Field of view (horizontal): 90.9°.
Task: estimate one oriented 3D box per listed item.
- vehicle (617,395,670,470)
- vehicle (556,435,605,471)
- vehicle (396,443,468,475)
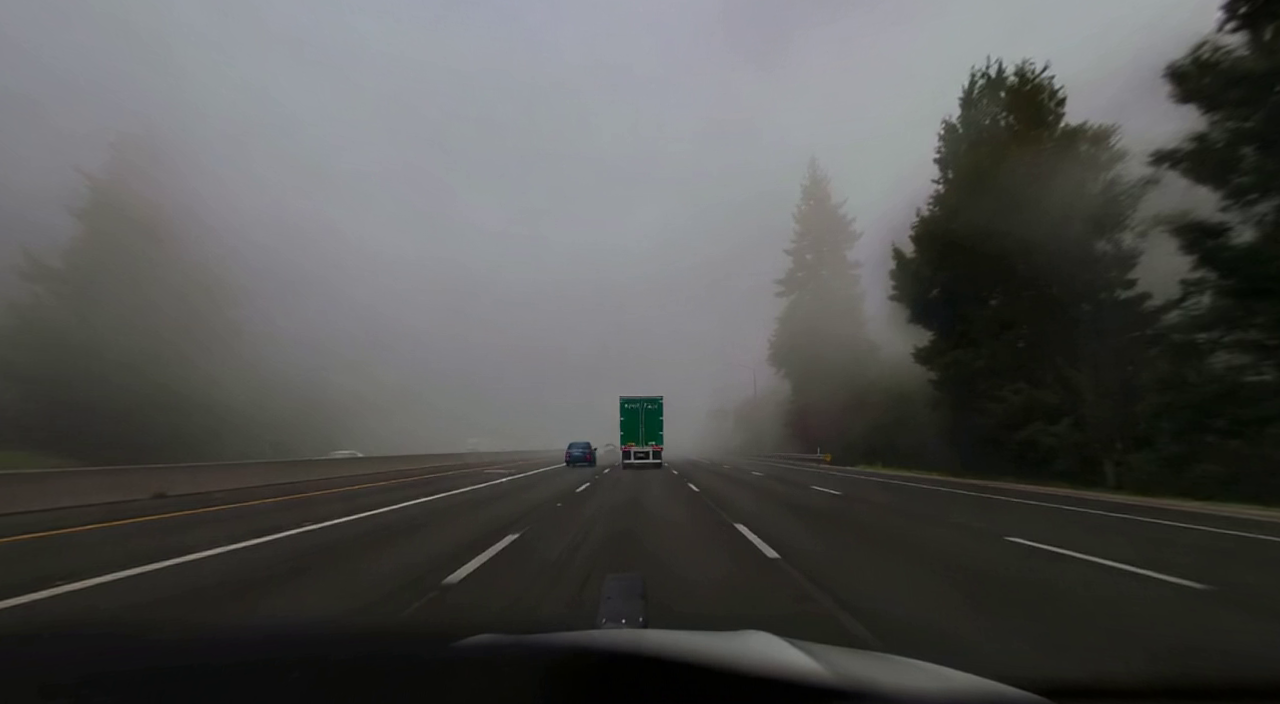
[{"bbox_3d":[0.233,5.350,41.105,2.879,4.085,13.125,0,-8,0],"label":"vehicle"},{"bbox_3d":[-3.397,5.899,37.099,2.293,1.923,5.141,0,-8,0],"label":"vehicle"},{"bbox_3d":[-10.610,5.461,32.538,2.012,1.509,4.789,0,-8,1],"label":"vehicle"}]
